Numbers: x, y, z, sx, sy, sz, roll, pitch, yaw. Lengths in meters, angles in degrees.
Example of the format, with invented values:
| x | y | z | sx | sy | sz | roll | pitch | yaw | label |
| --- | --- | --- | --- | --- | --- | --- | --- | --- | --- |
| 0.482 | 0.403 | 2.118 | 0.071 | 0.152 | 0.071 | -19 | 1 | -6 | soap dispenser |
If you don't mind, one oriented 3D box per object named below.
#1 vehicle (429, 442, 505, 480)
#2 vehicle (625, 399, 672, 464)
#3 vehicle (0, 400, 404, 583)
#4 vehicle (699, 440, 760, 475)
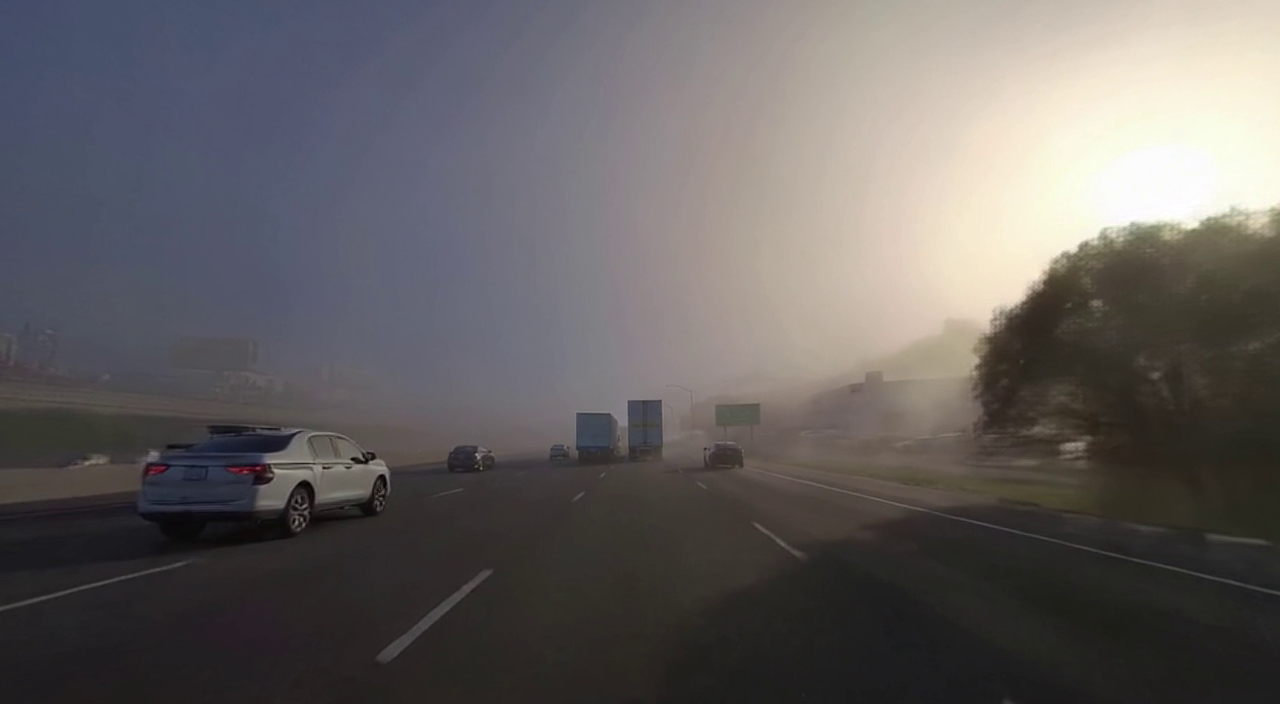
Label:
| x | y | z | sx | sy | sz | roll | pitch | yaw | label |
| --- | --- | --- | --- | --- | --- | --- | --- | --- | --- |
| -7.272 | 4.606 | 27.003 | 1.891 | 1.460 | 4.506 | 0 | -9 | 1 | vehicle |
| 0.498 | 5.828 | 45.374 | 2.969 | 4.104 | 10.906 | 0 | -9 | 0 | vehicle |
| -5.142 | 1.686 | 8.389 | 2.122 | 1.754 | 4.379 | 0 | -9 | 3 | vehicle |
| 3.898 | 4.668 | 28.112 | 2.006 | 1.452 | 4.246 | 0 | -9 | -1 | vehicle |
